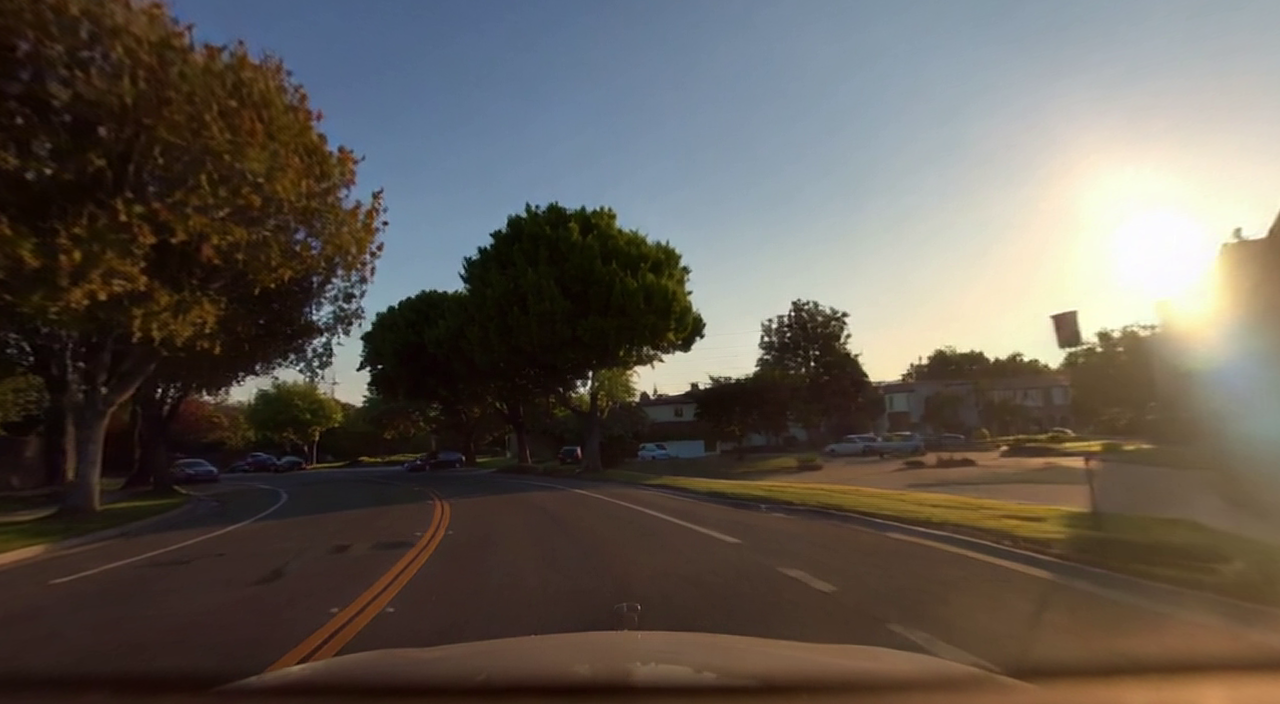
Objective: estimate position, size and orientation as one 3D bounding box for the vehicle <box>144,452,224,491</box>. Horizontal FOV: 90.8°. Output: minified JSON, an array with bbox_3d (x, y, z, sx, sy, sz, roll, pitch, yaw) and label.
[{"bbox_3d":[-25.326,6.553,35.018,4.946,1.537,2.206,-2,-6,38],"label":"vehicle"}]

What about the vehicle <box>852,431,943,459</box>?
[{"bbox_3d":[14.383,5.237,35.575,4.462,1.474,1.765,-2,-9,13],"label":"vehicle"}]

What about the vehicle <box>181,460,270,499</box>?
[{"bbox_3d":[-18.293,5.453,27.648,2.772,1.161,7.241,2,-8,-37],"label":"vehicle"}]
